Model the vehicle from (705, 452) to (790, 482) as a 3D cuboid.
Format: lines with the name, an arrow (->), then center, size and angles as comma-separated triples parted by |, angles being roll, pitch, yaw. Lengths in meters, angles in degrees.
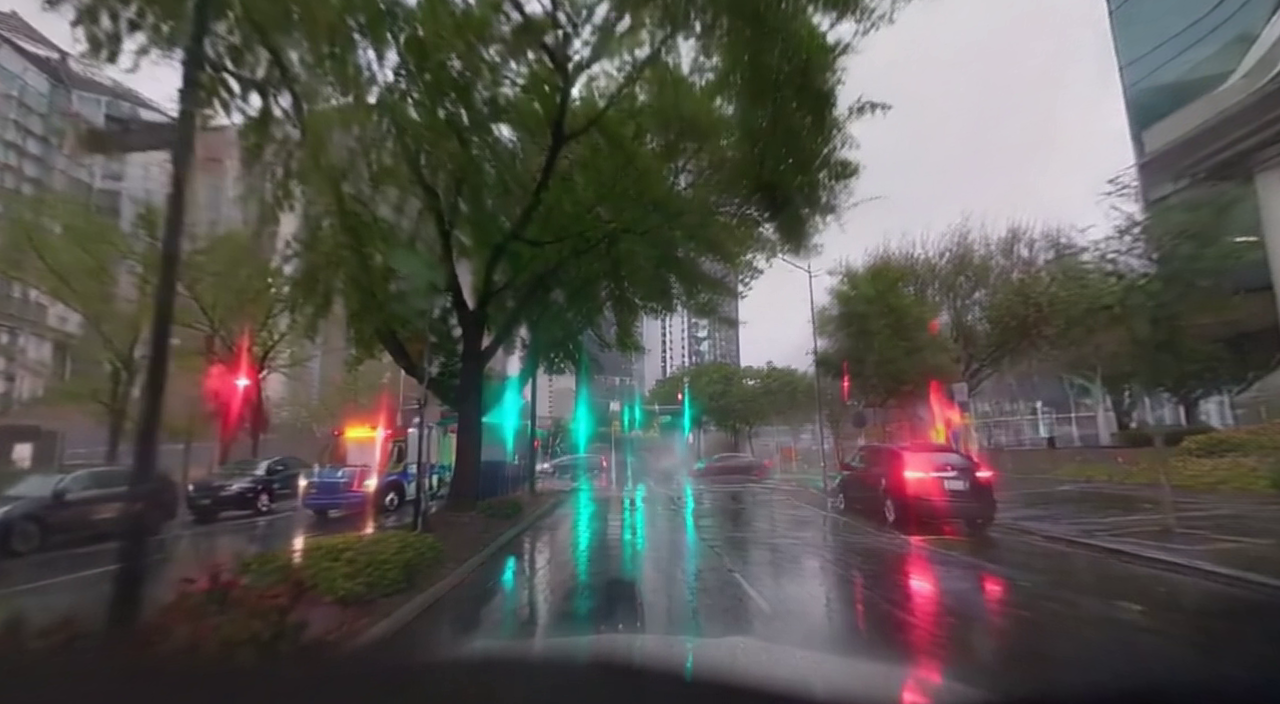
vehicle -> 6.218, 6.703, 36.963 | 4.693, 1.617, 1.849 | -1, -8, 2

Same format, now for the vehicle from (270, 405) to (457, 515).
vehicle -> -8.380, 3.378, 20.291 | 2.591, 2.910, 6.652 | -1, -8, 4

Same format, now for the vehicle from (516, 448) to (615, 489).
vehicle -> -3.839, 5.987, 32.851 | 4.742, 1.906, 1.933 | 6, -10, -35

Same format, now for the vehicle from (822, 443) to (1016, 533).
vehicle -> 5.469, 2.679, 13.166 | 1.888, 1.536, 4.381 | 0, -8, -2

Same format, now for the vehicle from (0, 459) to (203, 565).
vehicle -> -11.377, 3.005, 12.653 | 1.968, 1.608, 4.609 | 0, -8, -1
